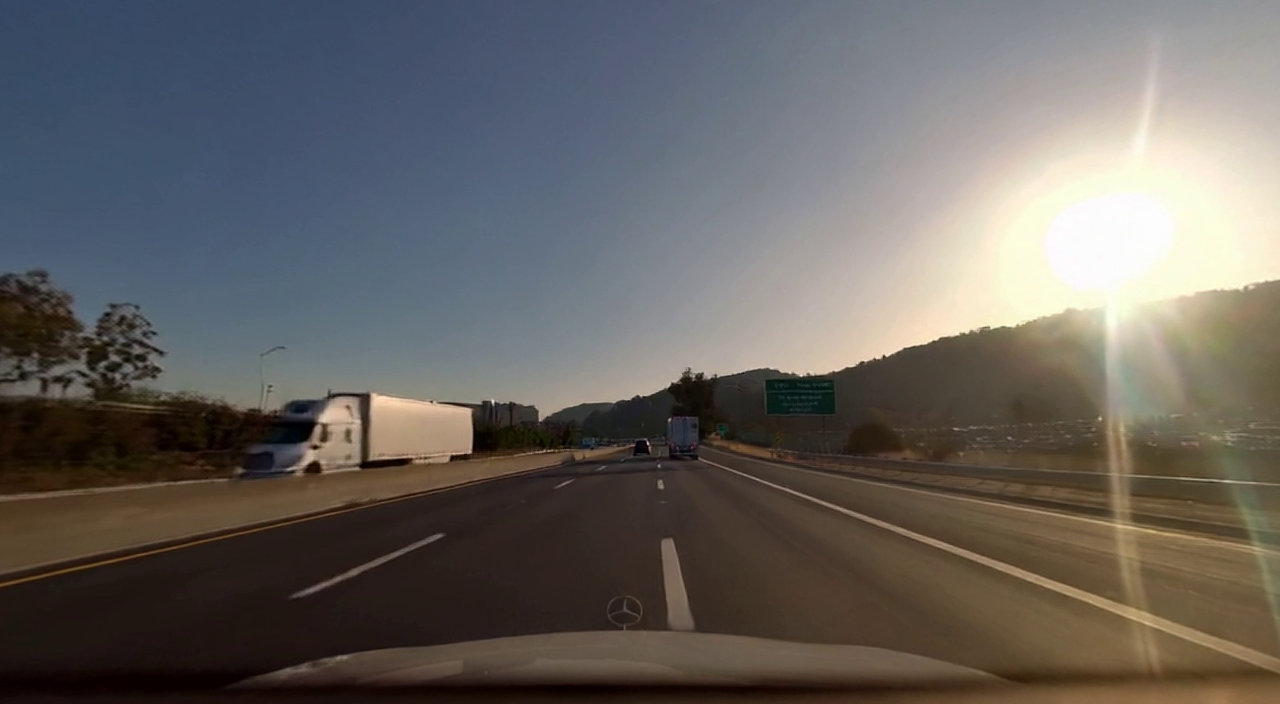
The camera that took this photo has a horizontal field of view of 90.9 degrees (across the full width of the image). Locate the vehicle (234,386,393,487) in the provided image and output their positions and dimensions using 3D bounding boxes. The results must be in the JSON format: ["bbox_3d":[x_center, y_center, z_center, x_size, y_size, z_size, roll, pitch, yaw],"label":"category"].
[{"bbox_3d":[-14.795,3.980,29.533,3.082,4.101,7.563,0,-8,2],"label":"vehicle"}]
